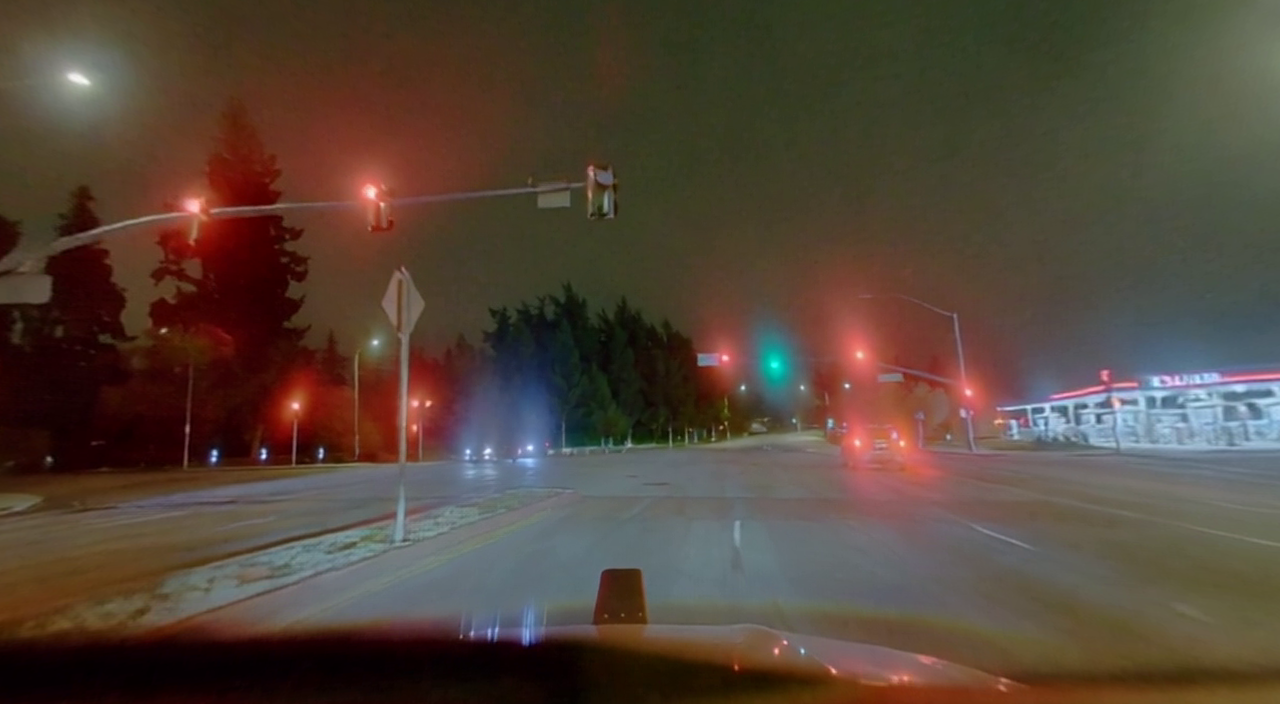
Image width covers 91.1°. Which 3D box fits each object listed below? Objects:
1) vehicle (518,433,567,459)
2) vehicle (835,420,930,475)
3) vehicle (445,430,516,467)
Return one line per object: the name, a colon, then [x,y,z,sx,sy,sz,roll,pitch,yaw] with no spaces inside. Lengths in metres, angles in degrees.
vehicle: [-6.909,6.745,45.076,2.090,1.779,4.697,-2,-8,10]
vehicle: [8.247,3.294,21.779,2.090,1.717,4.063,-1,-8,8]
vehicle: [-8.547,5.222,34.070,2.112,1.853,4.516,-2,-8,9]
